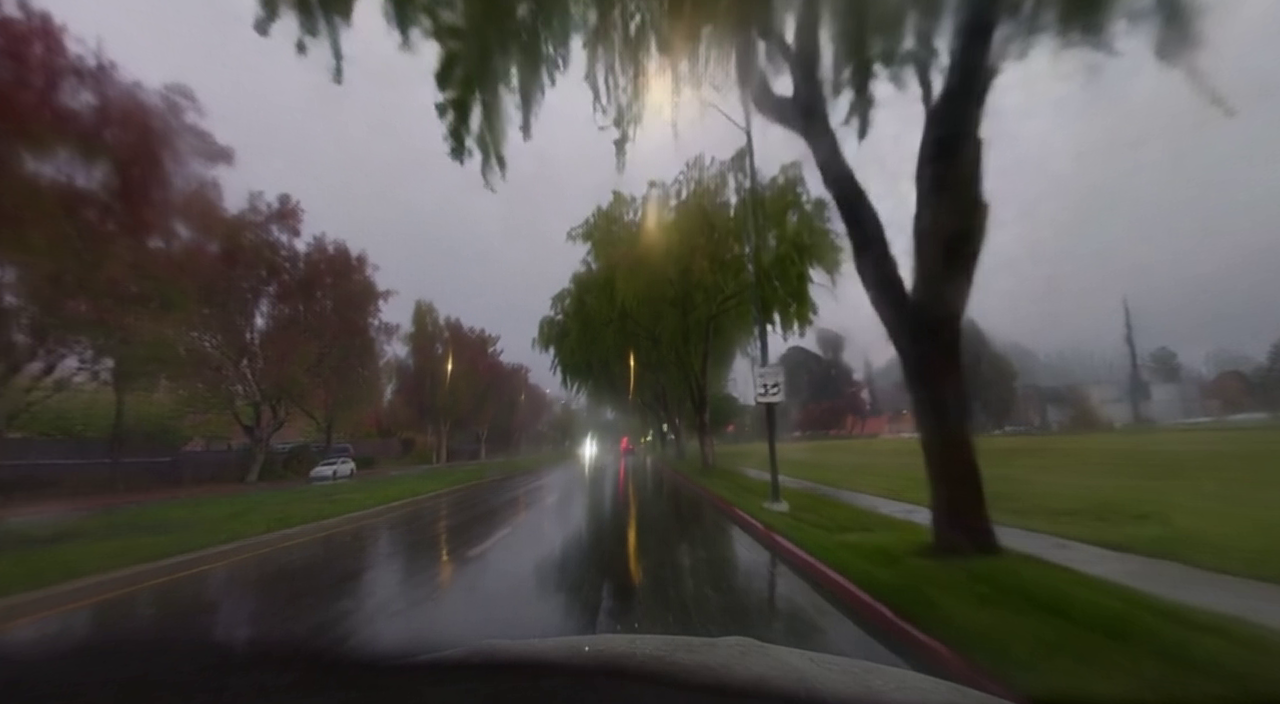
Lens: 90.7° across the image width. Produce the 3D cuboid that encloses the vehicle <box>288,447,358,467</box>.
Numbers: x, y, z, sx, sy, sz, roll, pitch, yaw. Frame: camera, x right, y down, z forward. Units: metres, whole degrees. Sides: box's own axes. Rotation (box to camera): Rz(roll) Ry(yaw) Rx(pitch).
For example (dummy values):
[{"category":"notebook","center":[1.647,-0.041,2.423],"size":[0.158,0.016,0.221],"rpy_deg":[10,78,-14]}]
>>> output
[{"category":"vehicle","center":[-24.872,8.252,49.726],"size":[4.440,1.460,1.819],"rpy_deg":[0,-8,0]}]
